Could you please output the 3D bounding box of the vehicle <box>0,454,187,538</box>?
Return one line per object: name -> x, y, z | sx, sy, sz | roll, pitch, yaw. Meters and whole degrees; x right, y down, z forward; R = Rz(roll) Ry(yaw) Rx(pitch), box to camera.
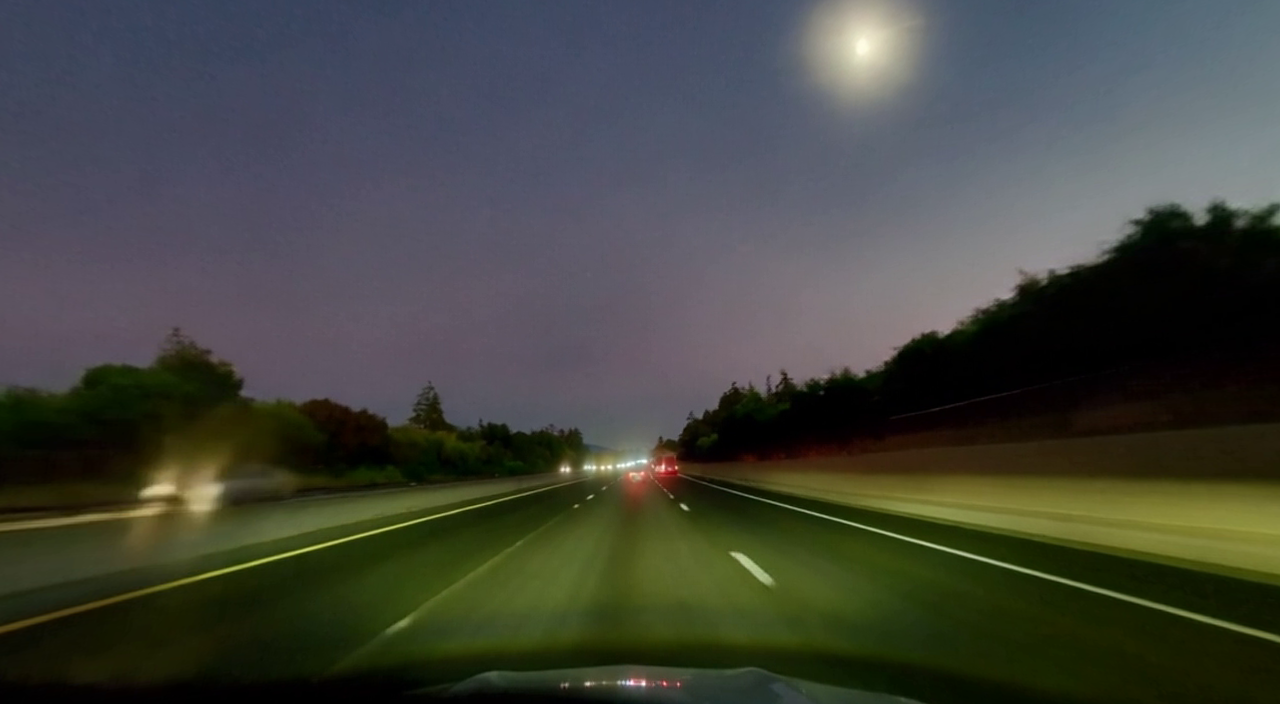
vehicle -> -12.257, 2.920, 13.252 | 1.885, 1.461, 4.779 | 1, -10, 0
